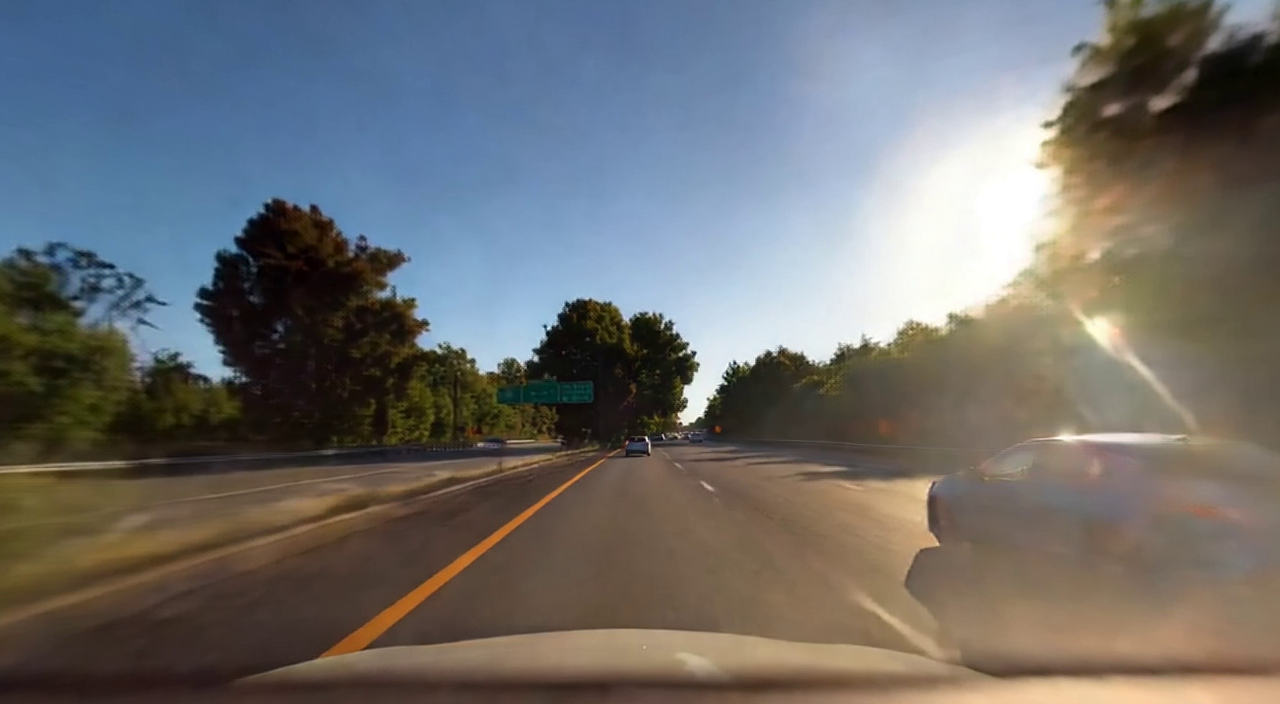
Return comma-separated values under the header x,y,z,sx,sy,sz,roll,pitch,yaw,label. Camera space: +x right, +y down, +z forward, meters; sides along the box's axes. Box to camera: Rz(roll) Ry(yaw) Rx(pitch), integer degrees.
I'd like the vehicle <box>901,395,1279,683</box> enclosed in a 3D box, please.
x,y,z,sx,sy,sz,roll,pitch,yaw,label
4.192,1.240,5.237,1.981,1.467,4.459,0,-8,-2,vehicle

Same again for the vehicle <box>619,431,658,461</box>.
x,y,z,sx,sy,sz,roll,pitch,yaw,label
-0.106,5.115,34.419,2.046,1.526,3.903,0,-8,-1,vehicle
